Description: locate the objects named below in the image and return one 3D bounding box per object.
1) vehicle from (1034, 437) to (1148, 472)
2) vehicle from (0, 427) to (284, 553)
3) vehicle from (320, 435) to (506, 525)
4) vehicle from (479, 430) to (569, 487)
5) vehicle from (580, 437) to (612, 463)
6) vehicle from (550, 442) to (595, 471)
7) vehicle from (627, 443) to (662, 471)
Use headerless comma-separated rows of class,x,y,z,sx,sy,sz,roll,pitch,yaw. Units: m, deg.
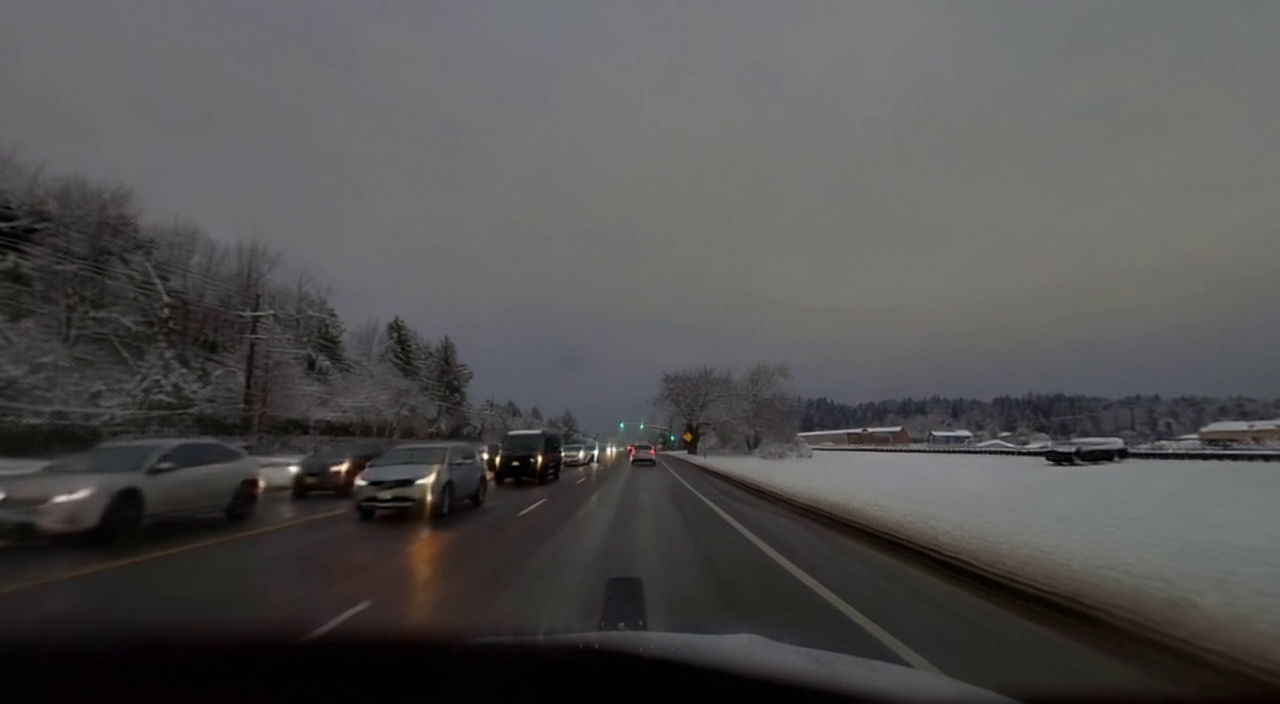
vehicle,27.407,6.219,38.463,5.193,1.955,2.249,0,-7,0
vehicle,-7.725,1.967,9.720,1.901,1.478,4.322,0,-8,1
vehicle,-4.193,2.418,12.562,1.975,1.447,4.356,-1,-8,2
vehicle,-3.873,3.656,21.996,2.130,1.749,4.904,0,-8,1
vehicle,-3.392,7.695,49.688,2.242,1.852,5.201,0,-8,0
vehicle,-3.642,5.701,34.716,1.952,1.471,4.334,0,-8,0
vehicle,0.253,5.919,35.758,1.875,1.453,3.888,0,-8,0
